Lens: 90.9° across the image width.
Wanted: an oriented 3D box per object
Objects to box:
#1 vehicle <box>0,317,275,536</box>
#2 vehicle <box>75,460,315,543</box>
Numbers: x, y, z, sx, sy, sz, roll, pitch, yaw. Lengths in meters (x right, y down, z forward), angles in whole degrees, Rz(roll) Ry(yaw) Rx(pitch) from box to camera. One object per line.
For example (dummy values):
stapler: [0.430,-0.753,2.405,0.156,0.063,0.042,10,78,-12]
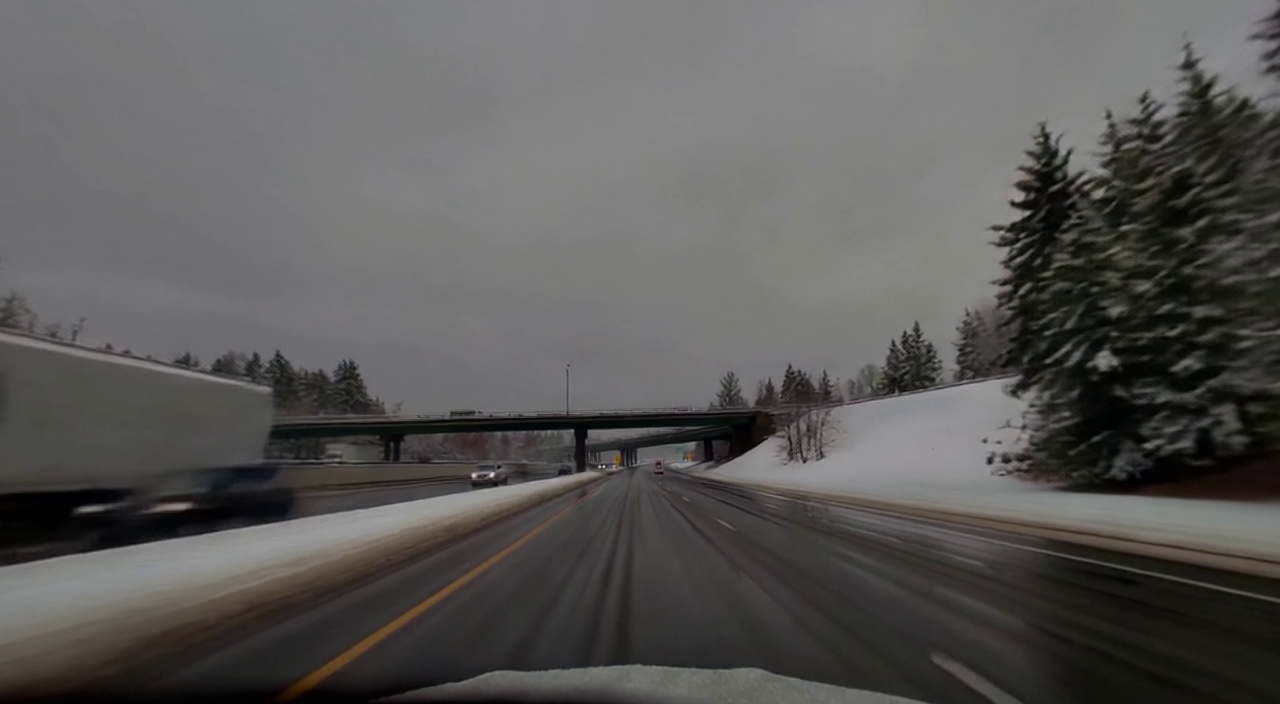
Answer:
vehicle: [-13.480,1.786,14.007,2.839,4.045,13.207,1,-10,0]
vehicle: [-8.859,2.996,13.132,1.903,1.395,4.235,1,-10,-1]
